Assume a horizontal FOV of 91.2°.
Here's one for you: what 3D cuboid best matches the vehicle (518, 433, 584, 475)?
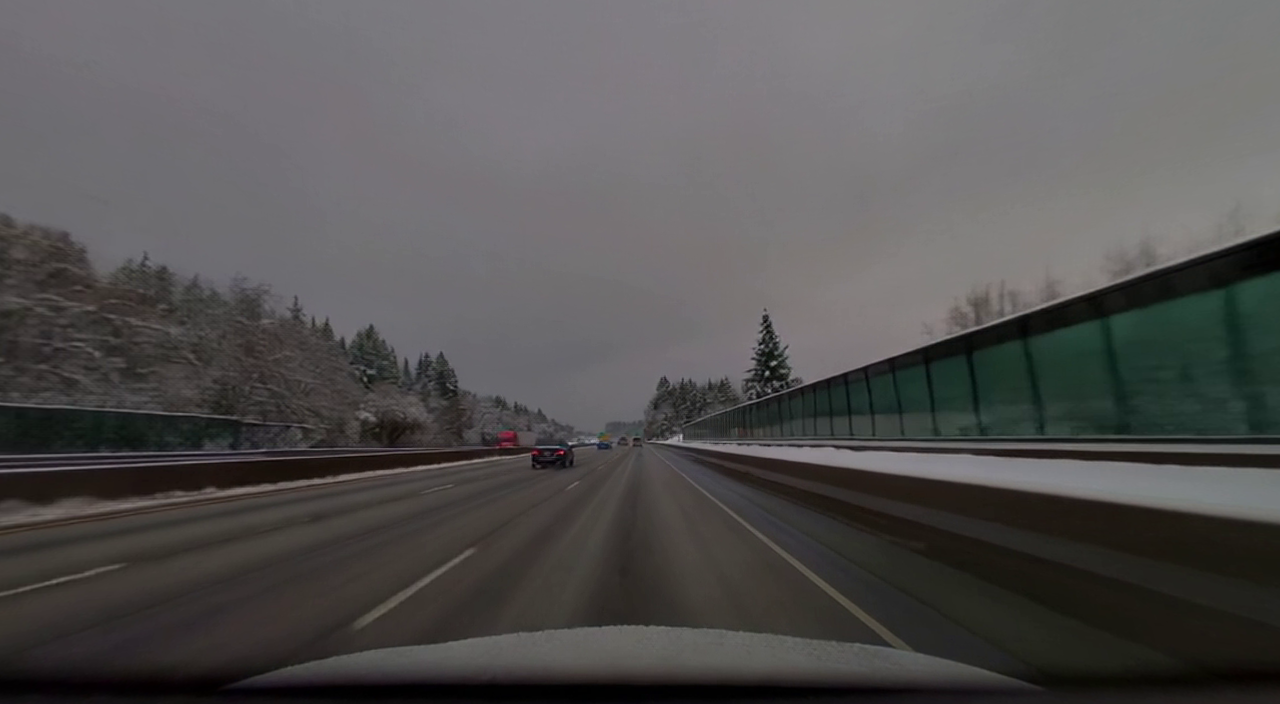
[{"bbox_3d":[-3.542,4.161,25.759,2.059,1.541,4.296,0,-8,0],"label":"vehicle"}]
